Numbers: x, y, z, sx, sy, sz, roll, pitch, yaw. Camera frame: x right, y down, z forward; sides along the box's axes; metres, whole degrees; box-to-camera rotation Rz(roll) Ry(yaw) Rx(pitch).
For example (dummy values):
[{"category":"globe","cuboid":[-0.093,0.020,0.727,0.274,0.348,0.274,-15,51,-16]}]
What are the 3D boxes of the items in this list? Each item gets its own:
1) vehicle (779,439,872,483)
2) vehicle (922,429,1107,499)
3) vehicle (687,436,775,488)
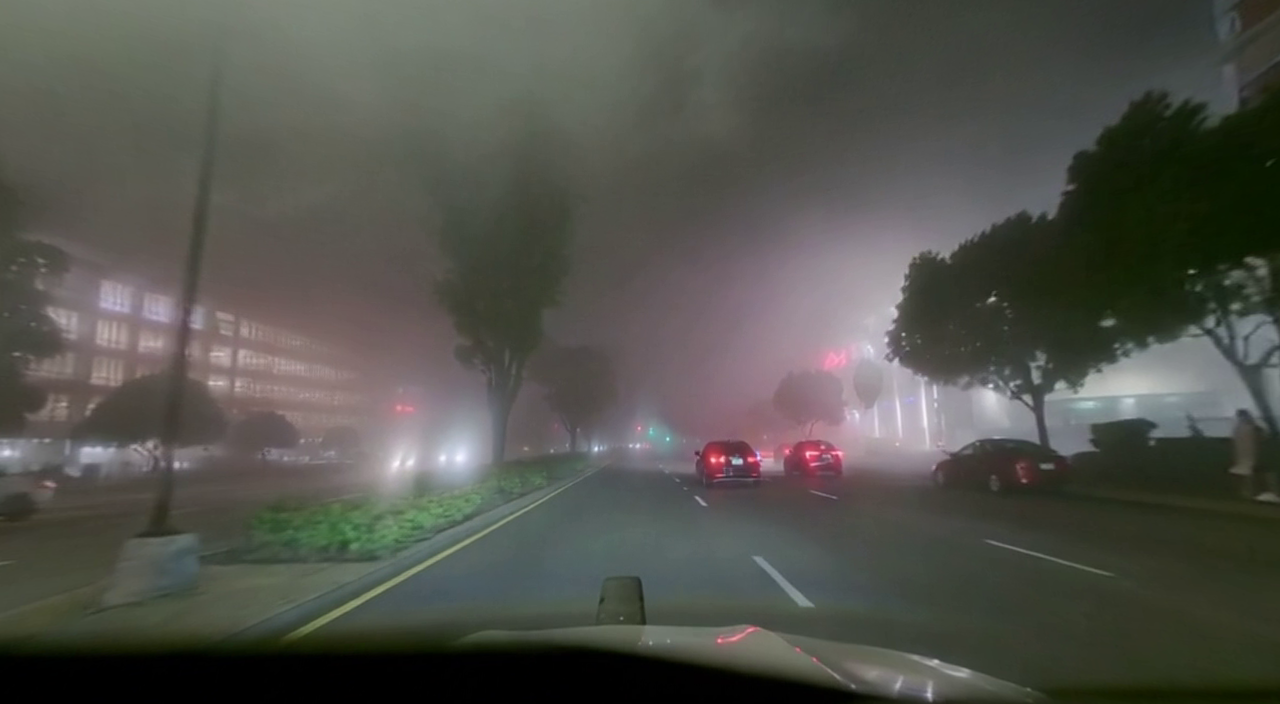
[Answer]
[{"category":"vehicle","cuboid":[6.541,3.870,22.794,1.912,1.411,4.380,0,-8,-2]},{"category":"vehicle","cuboid":[9.772,2.966,17.140,1.952,1.574,5.052,0,-8,1]},{"category":"vehicle","cuboid":[2.872,3.597,21.007,2.131,1.491,4.496,0,-8,-2]}]
